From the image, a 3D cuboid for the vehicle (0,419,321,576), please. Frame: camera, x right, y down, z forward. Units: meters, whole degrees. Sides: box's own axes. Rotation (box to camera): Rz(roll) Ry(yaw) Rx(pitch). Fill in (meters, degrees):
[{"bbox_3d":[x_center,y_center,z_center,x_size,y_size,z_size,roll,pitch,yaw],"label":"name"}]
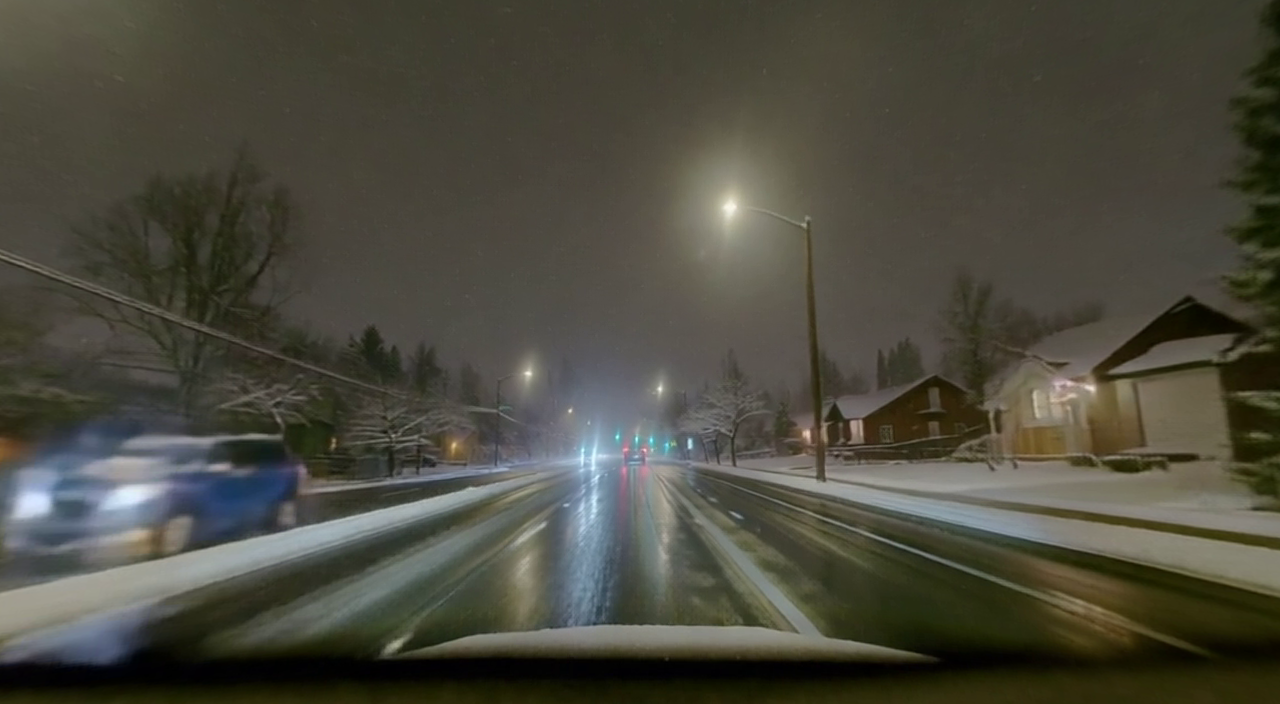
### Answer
[{"bbox_3d":[-7.023,2.026,9.524,2.082,1.789,4.387,0,-9,-1],"label":"vehicle"}]
